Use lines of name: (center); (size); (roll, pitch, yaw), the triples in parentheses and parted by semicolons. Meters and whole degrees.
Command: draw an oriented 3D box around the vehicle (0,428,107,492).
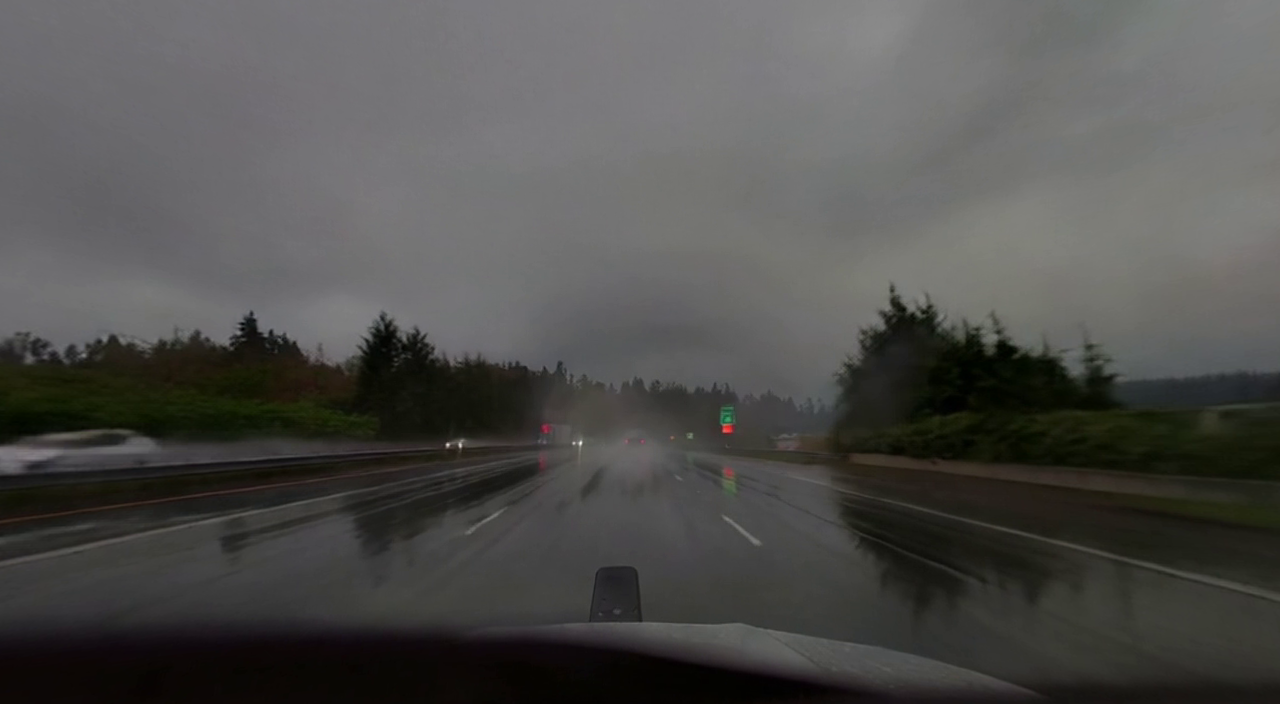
vehicle: (-17.099, 2.843, 16.784); (1.893, 1.595, 4.485); (0, -8, -1)
